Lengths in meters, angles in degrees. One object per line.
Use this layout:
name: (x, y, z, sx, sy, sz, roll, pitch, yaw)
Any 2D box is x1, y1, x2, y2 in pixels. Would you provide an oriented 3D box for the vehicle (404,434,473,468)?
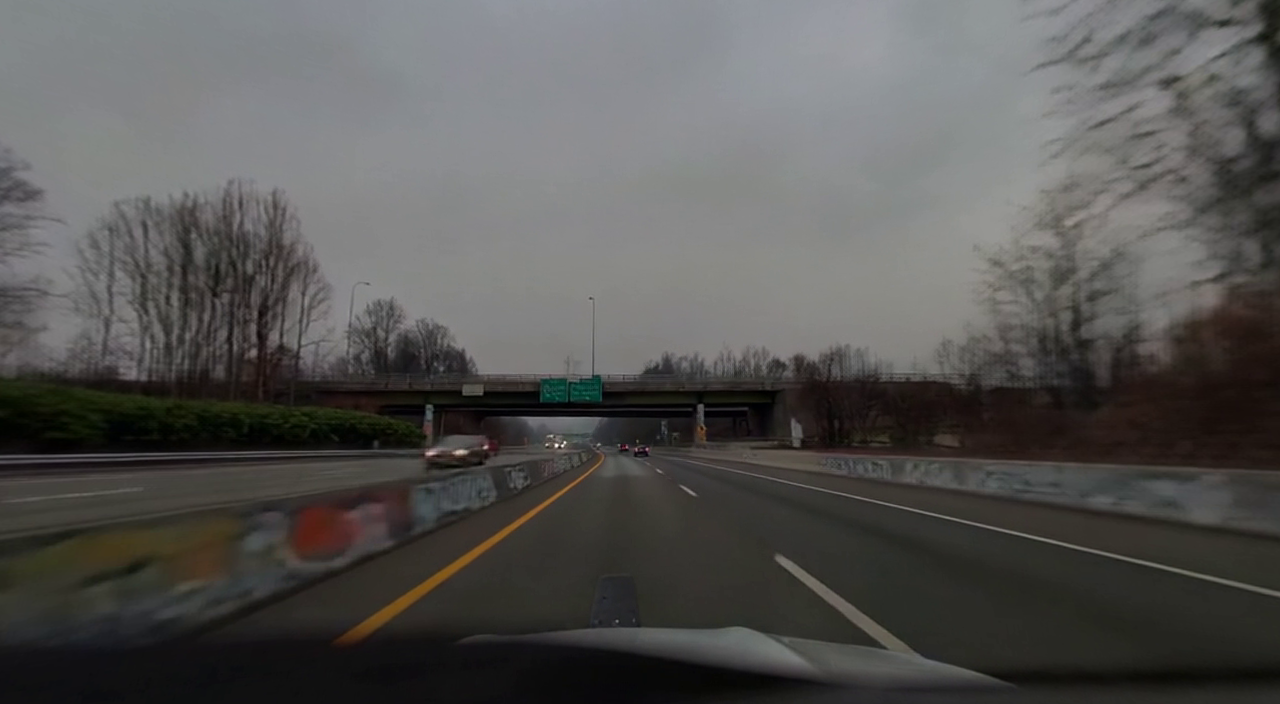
vehicle: (-9.652, 4.805, 30.391, 1.956, 1.507, 4.346, 0, -9, -1)
